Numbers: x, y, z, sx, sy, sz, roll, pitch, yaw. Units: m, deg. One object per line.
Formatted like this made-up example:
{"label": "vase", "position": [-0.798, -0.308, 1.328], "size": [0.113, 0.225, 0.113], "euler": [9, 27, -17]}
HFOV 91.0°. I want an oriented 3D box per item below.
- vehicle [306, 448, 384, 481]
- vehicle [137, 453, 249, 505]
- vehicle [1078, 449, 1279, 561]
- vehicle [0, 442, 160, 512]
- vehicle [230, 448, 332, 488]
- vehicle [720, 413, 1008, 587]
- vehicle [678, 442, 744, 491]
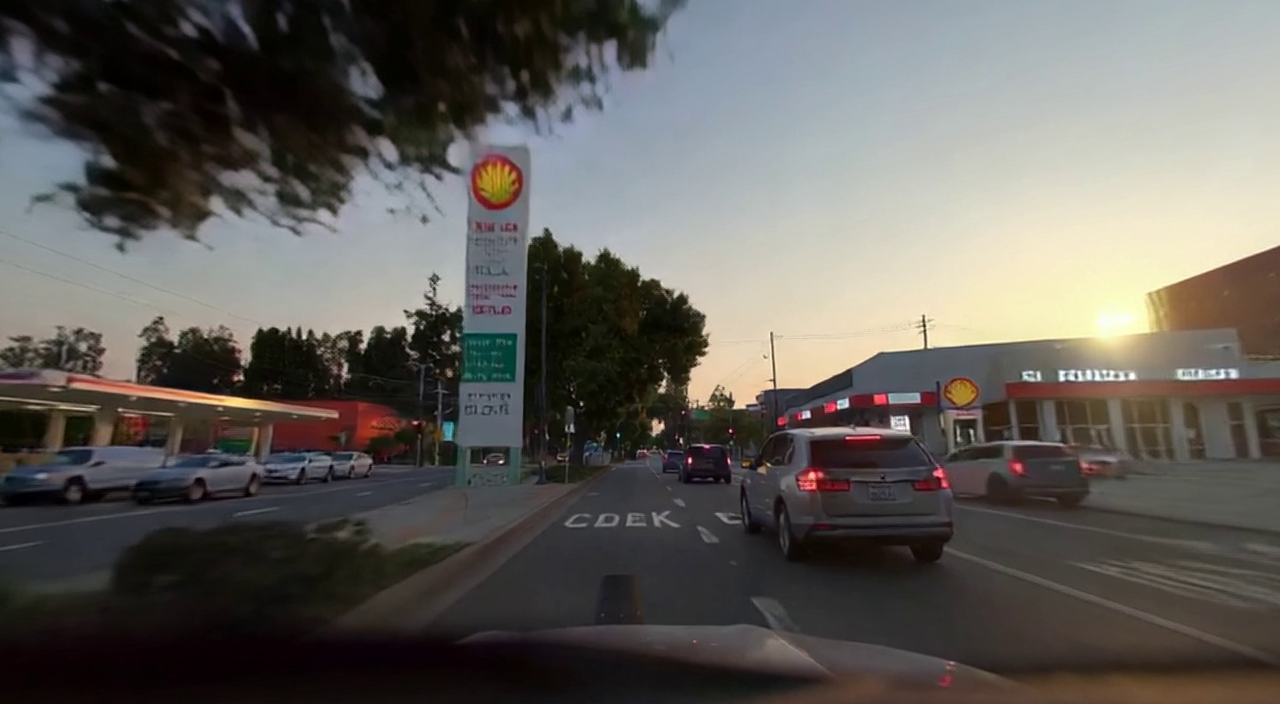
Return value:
{"label": "vehicle", "position": [-17.859, 6.809, 38.457], "size": [2.263, 1.887, 5.170], "euler": [0, -9, -1]}
{"label": "vehicle", "position": [-15.437, 4.340, 22.060], "size": [2.290, 1.519, 4.860], "euler": [4, -10, -25]}
{"label": "vehicle", "position": [9.907, 2.336, 10.068], "size": [2.036, 1.525, 5.135], "euler": [0, -9, -1]}
{"label": "vehicle", "position": [-17.931, 3.834, 19.880], "size": [1.930, 1.935, 4.567], "euler": [0, -9, -1]}
{"label": "vehicle", "position": [-18.001, 5.819, 31.919], "size": [2.129, 1.843, 5.067], "euler": [0, -9, 1]}
{"label": "vehicle", "position": [2.546, 1.849, 8.772], "size": [2.183, 1.720, 4.842], "euler": [0, -9, 0]}
{"label": "vehicle", "position": [2.612, 4.315, 24.125], "size": [1.999, 1.679, 4.217], "euler": [0, -9, -1]}
